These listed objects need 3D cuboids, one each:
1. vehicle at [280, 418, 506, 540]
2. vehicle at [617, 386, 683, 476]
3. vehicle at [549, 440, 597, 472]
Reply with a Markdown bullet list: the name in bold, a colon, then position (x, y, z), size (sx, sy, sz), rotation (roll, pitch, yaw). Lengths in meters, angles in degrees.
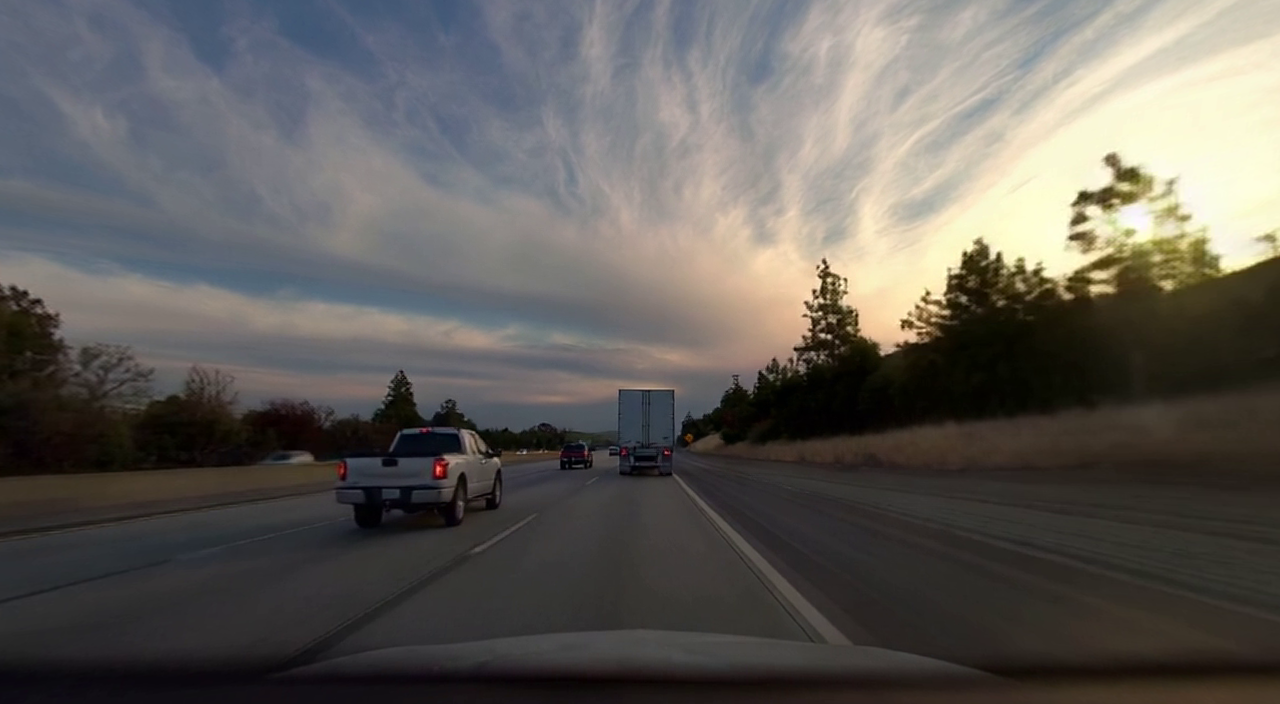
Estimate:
- **vehicle**: position (-4.102, 2.216, 11.629), size (2.140, 1.750, 4.901), rotation (0, -9, 1)
- **vehicle**: position (0.394, 4.491, 34.714), size (3.052, 4.132, 11.336), rotation (0, -9, -1)
- **vehicle**: position (-4.028, 6.351, 38.779), size (2.285, 1.833, 4.984), rotation (0, -9, 1)
